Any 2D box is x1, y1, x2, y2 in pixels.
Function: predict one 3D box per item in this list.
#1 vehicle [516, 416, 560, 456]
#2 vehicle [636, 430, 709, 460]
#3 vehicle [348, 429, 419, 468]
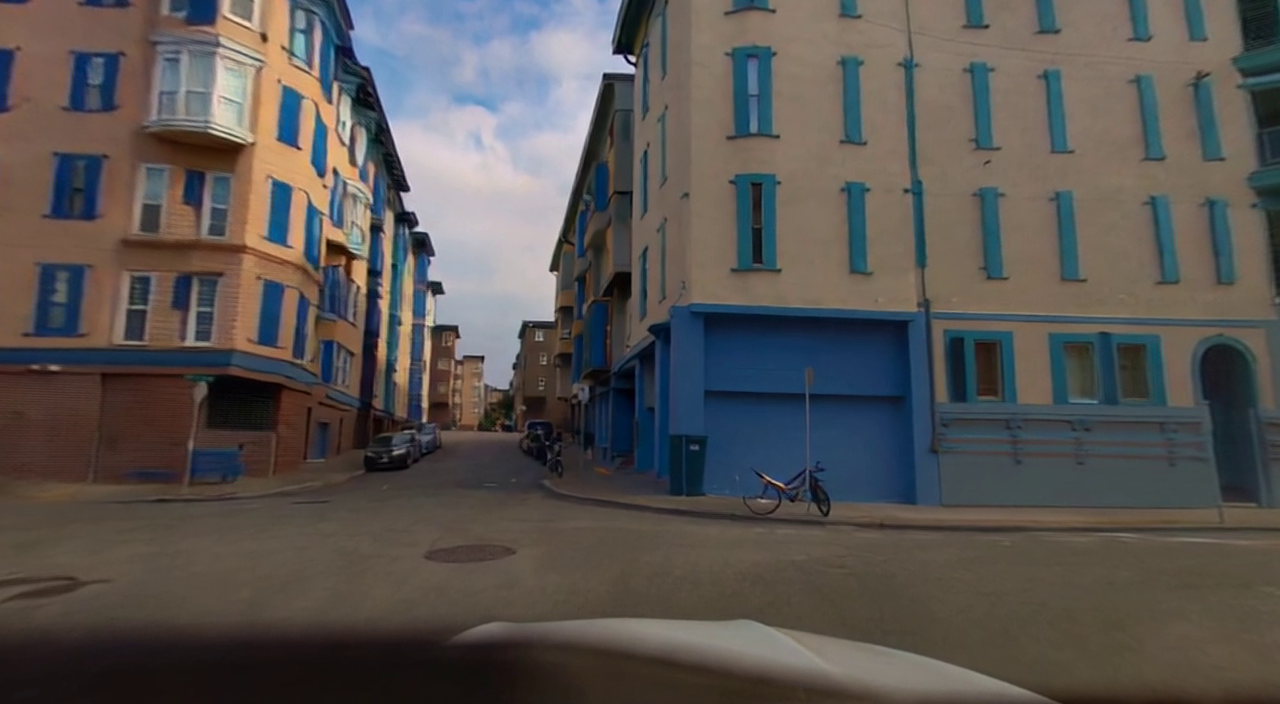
[{"bbox_3d":[-5.866,4.774,35.685,2.072,2.074,4.358,3,-8,-13],"label":"vehicle"},{"bbox_3d":[1.636,4.732,32.016,3.404,1.431,1.641,2,-8,-11],"label":"vehicle"},{"bbox_3d":[-10.302,3.902,25.533,1.897,1.431,3.741,2,-8,-10],"label":"vehicle"}]
